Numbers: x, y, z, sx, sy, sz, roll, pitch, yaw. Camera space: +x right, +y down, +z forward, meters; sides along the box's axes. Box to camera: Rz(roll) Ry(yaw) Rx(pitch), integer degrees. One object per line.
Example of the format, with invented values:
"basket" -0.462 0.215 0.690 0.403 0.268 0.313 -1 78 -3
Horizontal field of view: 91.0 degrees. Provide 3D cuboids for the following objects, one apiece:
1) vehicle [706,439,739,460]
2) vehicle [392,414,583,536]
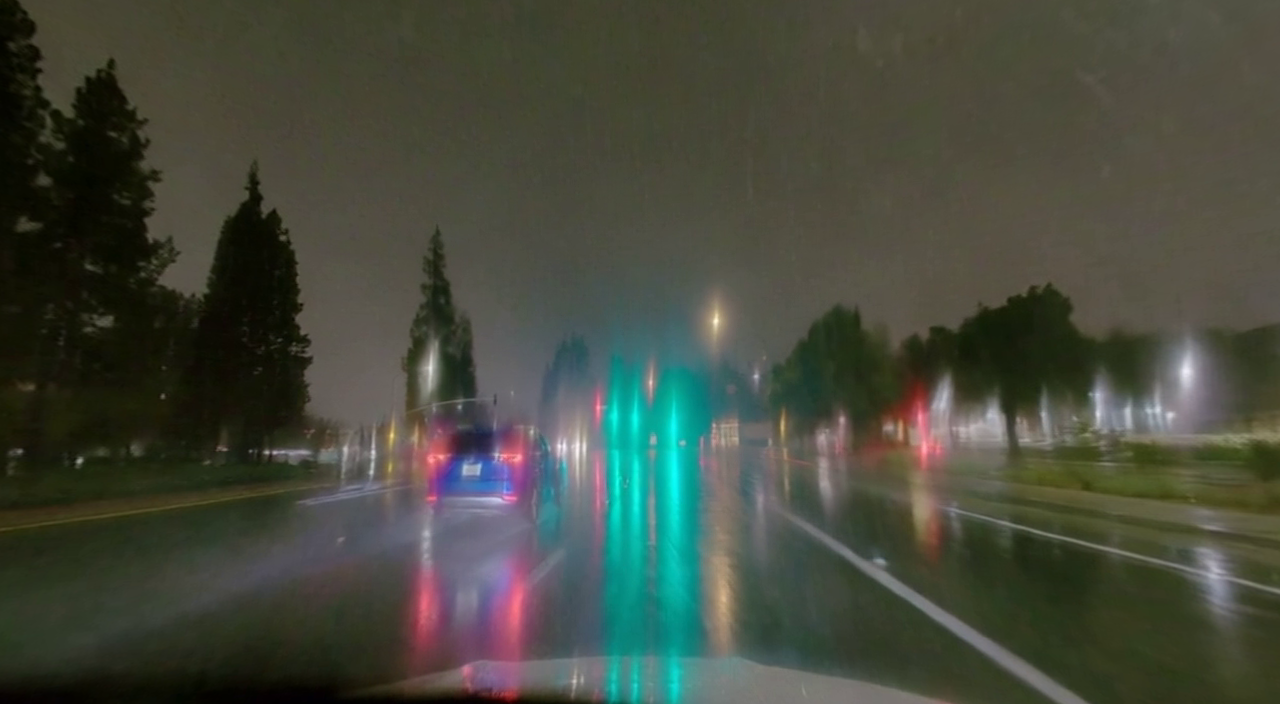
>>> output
"vehicle" 6.055 7.197 46.457 1.983 1.464 4.472 -1 -8 2
"vehicle" -2.388 2.081 11.283 2.033 1.713 4.503 -1 -8 4
